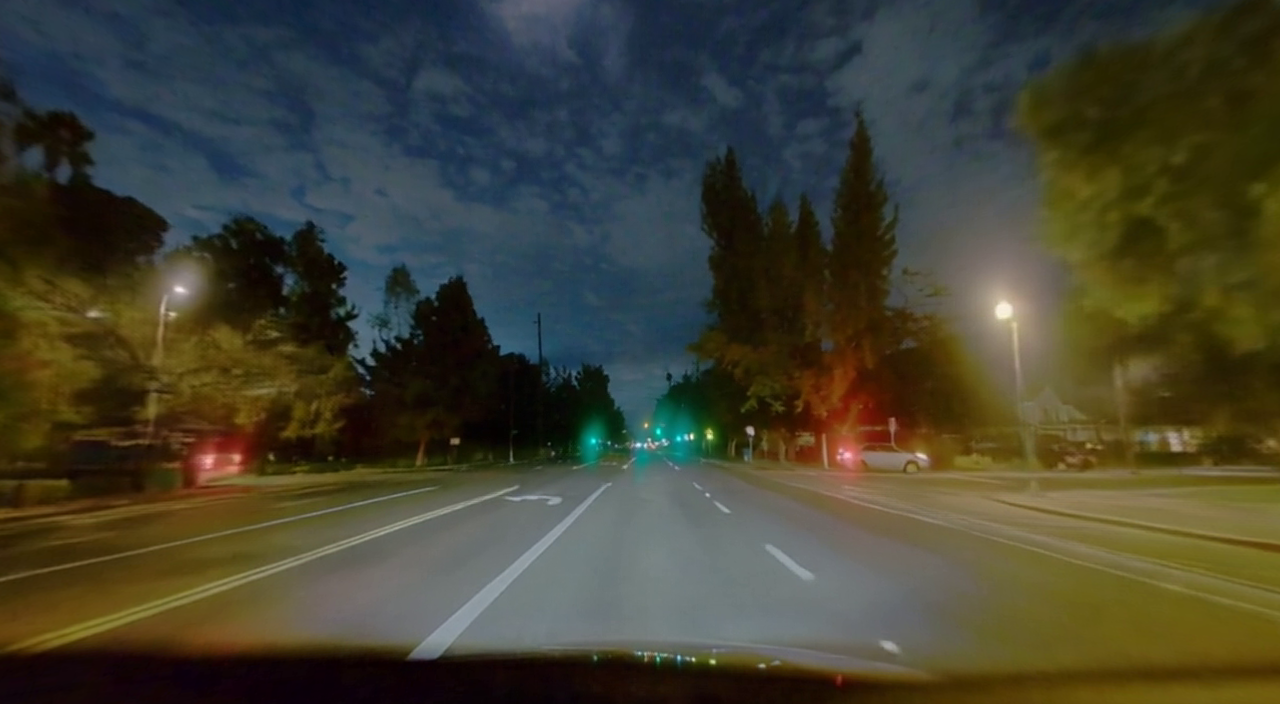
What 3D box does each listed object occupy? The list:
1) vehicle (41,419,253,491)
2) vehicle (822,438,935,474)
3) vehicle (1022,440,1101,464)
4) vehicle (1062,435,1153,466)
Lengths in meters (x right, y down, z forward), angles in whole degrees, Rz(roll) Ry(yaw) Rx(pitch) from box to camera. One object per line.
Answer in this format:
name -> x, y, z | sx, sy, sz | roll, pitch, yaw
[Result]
vehicle -> -20.556, 4.315, 26.562 | 6.794, 2.863, 2.387 | 0, -8, 1
vehicle -> 11.350, 4.975, 30.239 | 4.565, 1.600, 2.023 | 1, -9, -5
vehicle -> 27.304, 6.471, 41.004 | 1.787, 1.465, 4.681 | 0, -8, -2
vehicle -> 29.881, 6.296, 40.495 | 2.034, 1.878, 4.781 | 0, -8, -2
